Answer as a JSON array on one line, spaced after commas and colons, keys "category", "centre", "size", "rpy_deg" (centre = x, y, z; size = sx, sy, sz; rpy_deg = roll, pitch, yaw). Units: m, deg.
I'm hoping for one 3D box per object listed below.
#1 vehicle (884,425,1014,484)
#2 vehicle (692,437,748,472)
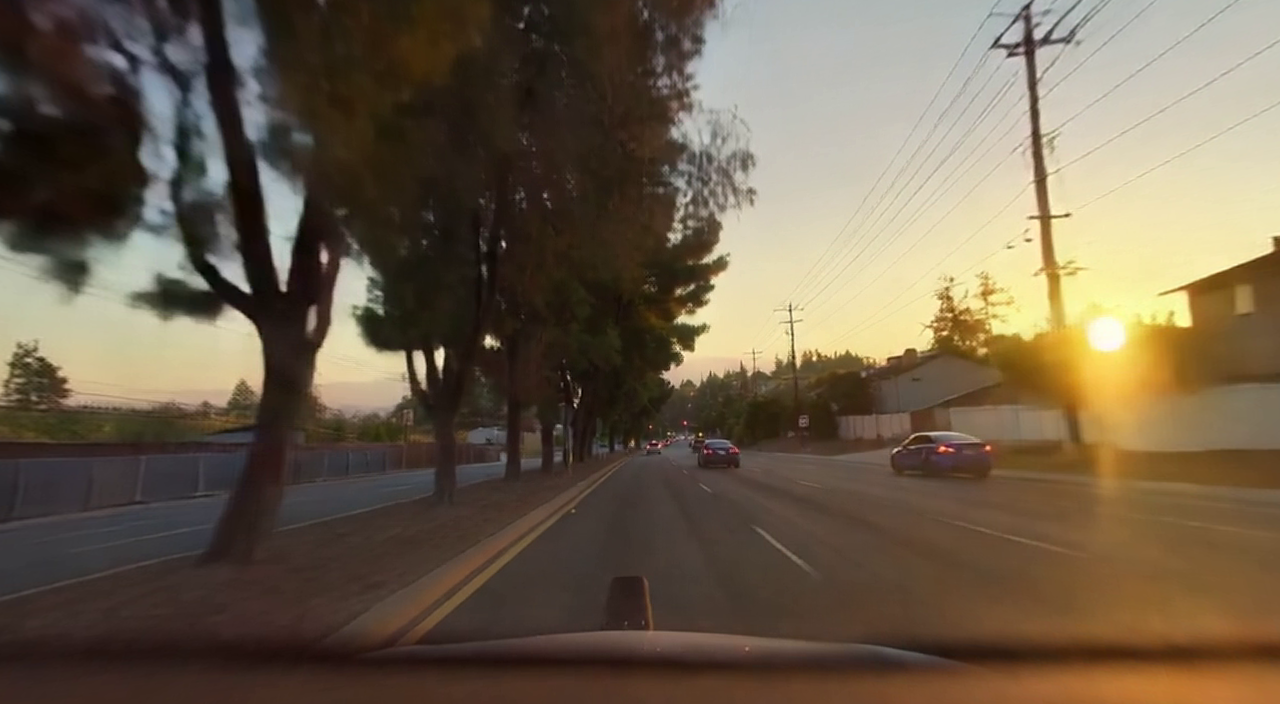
[{"category": "vehicle", "centre": [9.955, 3.325, 20.758], "size": [1.978, 1.700, 4.461], "rpy_deg": [0, -8, 0]}, {"category": "vehicle", "centre": [3.634, 4.763, 29.381], "size": [2.063, 1.481, 4.247], "rpy_deg": [0, -8, 0]}]
